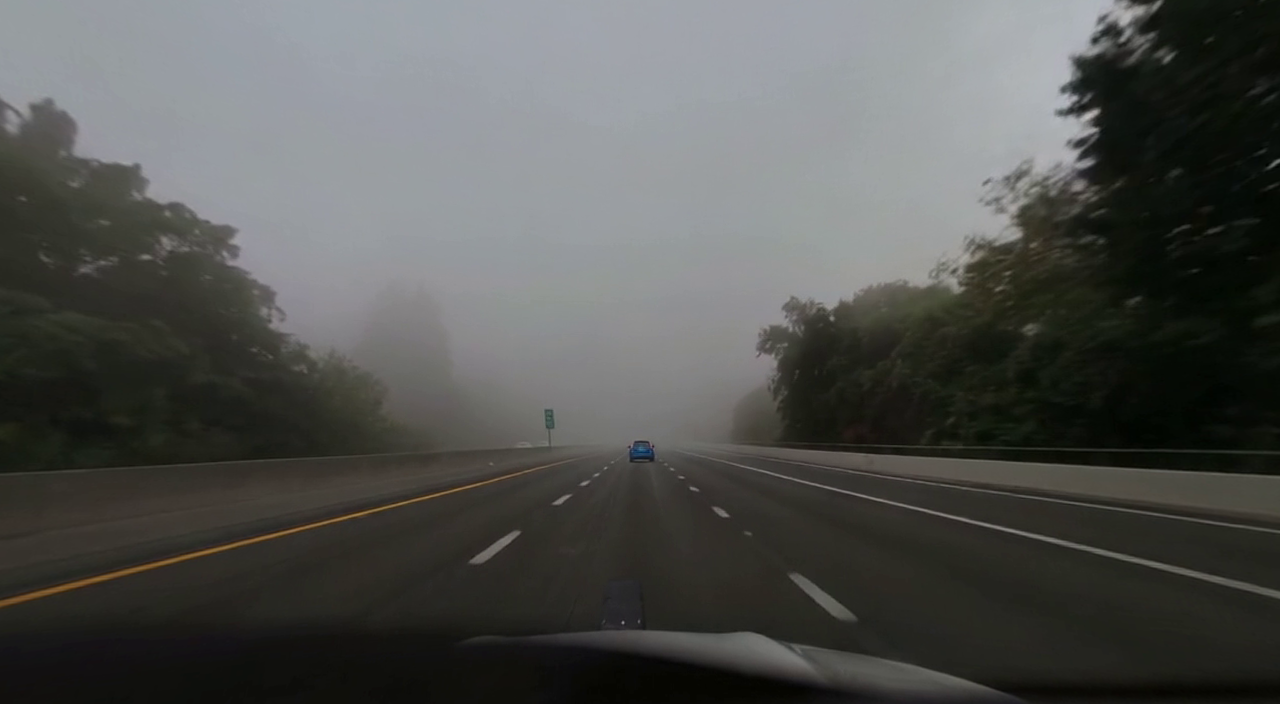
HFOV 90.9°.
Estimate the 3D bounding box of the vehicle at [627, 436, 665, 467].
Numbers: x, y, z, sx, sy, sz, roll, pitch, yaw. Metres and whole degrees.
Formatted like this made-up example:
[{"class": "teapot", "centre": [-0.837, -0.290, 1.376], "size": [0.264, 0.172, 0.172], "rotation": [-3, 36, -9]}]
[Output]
[{"class": "vehicle", "centre": [0.347, 6.313, 40.187], "size": [2.247, 1.825, 4.036], "rotation": [-1, -9, 0]}]
